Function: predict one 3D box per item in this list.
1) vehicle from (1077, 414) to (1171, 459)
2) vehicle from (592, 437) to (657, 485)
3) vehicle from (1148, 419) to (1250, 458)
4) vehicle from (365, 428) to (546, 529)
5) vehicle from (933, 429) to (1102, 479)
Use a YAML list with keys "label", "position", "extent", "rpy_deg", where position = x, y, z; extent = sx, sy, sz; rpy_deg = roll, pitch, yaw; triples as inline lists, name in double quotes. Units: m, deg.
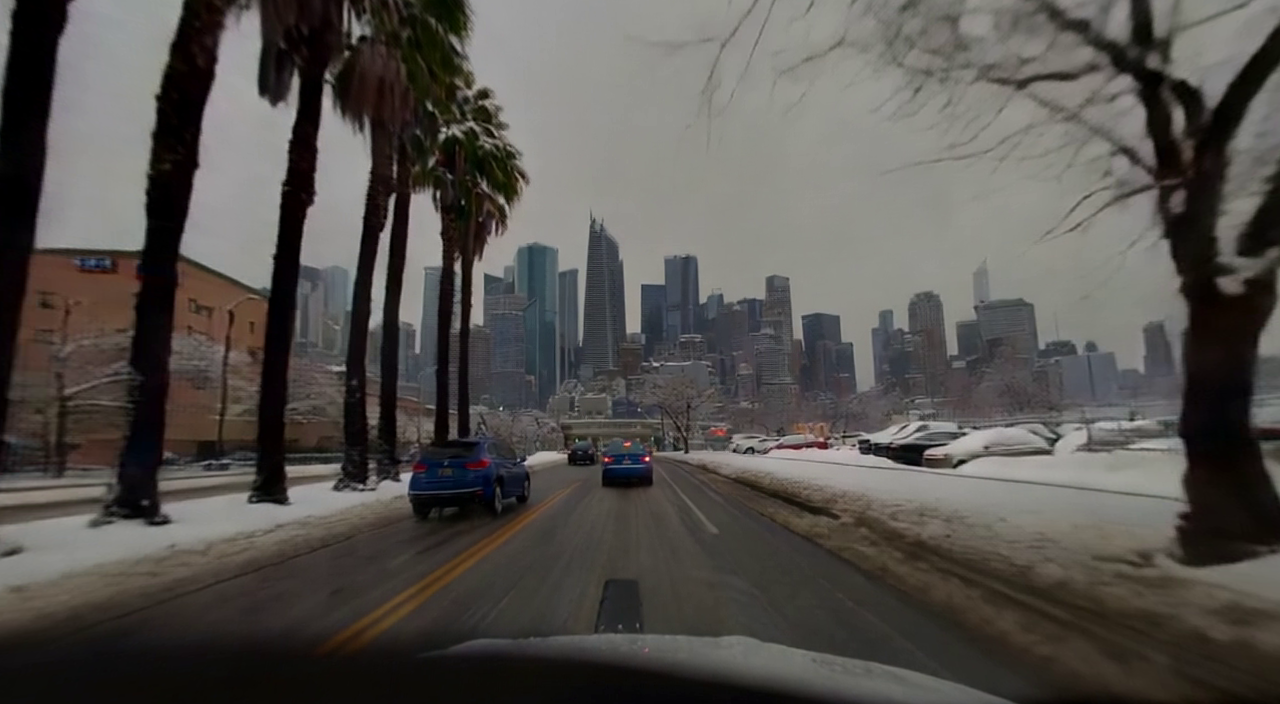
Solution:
- label: "vehicle"
  position: [23.663, 4.201, 31.163]
  extent: [2.288, 1.984, 5.526]
  rpy_deg: [-4, -9, 23]
- label: "vehicle"
  position: [-0.480, 3.634, 21.331]
  extent: [2.004, 1.465, 3.713]
  rpy_deg: [0, -9, 0]
- label: "vehicle"
  position: [26.478, 4.160, 30.156]
  extent: [1.982, 1.694, 4.676]
  rpy_deg: [-3, -9, 20]
- label: "vehicle"
  position: [-3.210, 2.304, 12.079]
  extent: [2.071, 1.544, 4.383]
  rpy_deg: [0, -9, 1]
- label: "vehicle"
  position: [13.274, 3.599, 22.395]
  extent: [4.749, 1.522, 1.905]
  rpy_deg: [-1, -9, -3]
